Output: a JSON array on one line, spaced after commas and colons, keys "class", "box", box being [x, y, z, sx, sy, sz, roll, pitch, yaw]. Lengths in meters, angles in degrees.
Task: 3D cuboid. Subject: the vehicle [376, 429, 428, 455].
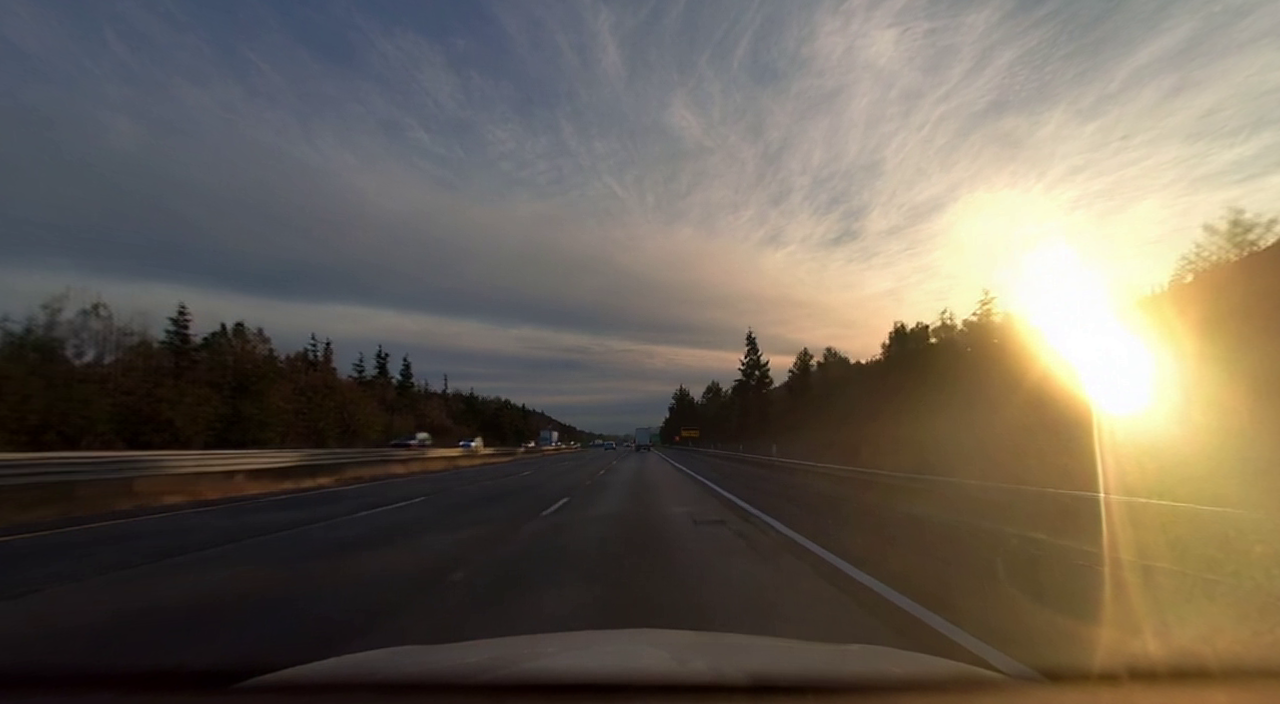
[{"class": "vehicle", "box": [-16.113, 6.107, 42.766, 1.811, 1.674, 4.243, 0, -8, 1]}]
